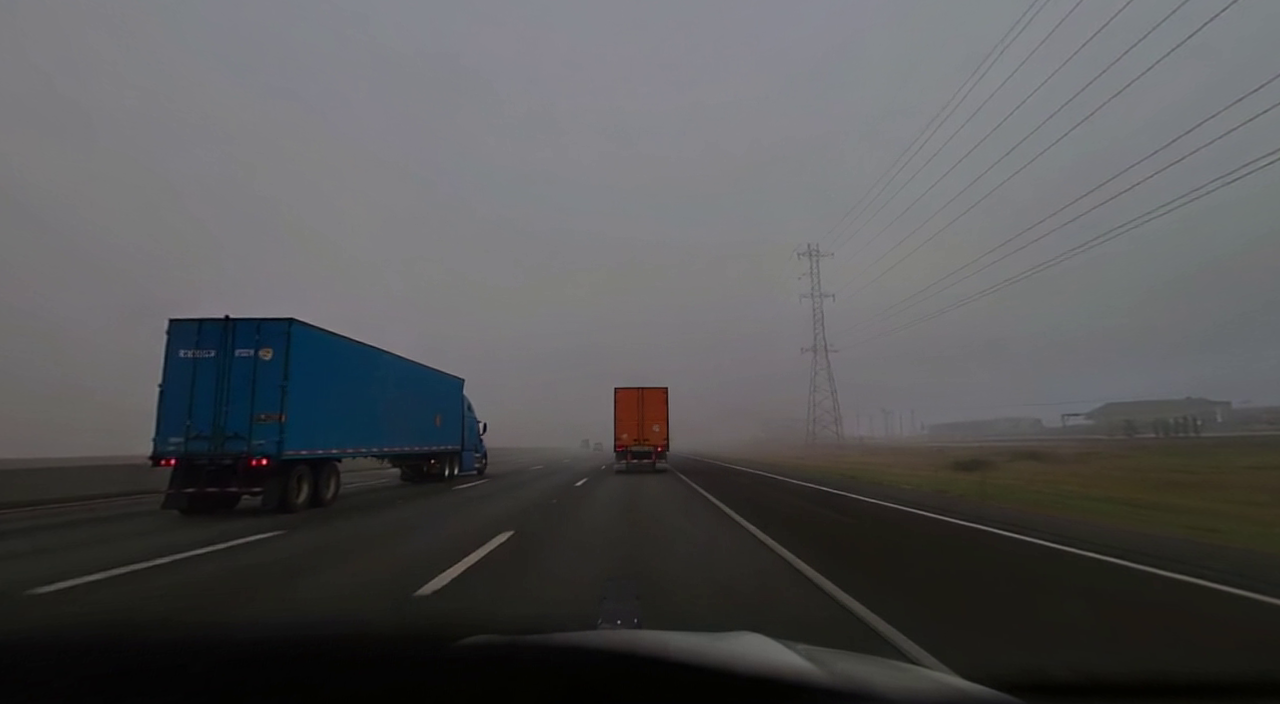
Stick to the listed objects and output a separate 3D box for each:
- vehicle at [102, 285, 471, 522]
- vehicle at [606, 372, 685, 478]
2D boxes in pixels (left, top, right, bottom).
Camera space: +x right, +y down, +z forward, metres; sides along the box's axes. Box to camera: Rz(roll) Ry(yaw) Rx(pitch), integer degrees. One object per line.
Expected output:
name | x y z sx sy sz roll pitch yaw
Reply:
vehicle | -7.371 1.620 16.192 2.937 3.981 11.119 -1 -8 0
vehicle | 0.120 3.407 28.247 2.858 3.847 10.034 0 -8 -1
